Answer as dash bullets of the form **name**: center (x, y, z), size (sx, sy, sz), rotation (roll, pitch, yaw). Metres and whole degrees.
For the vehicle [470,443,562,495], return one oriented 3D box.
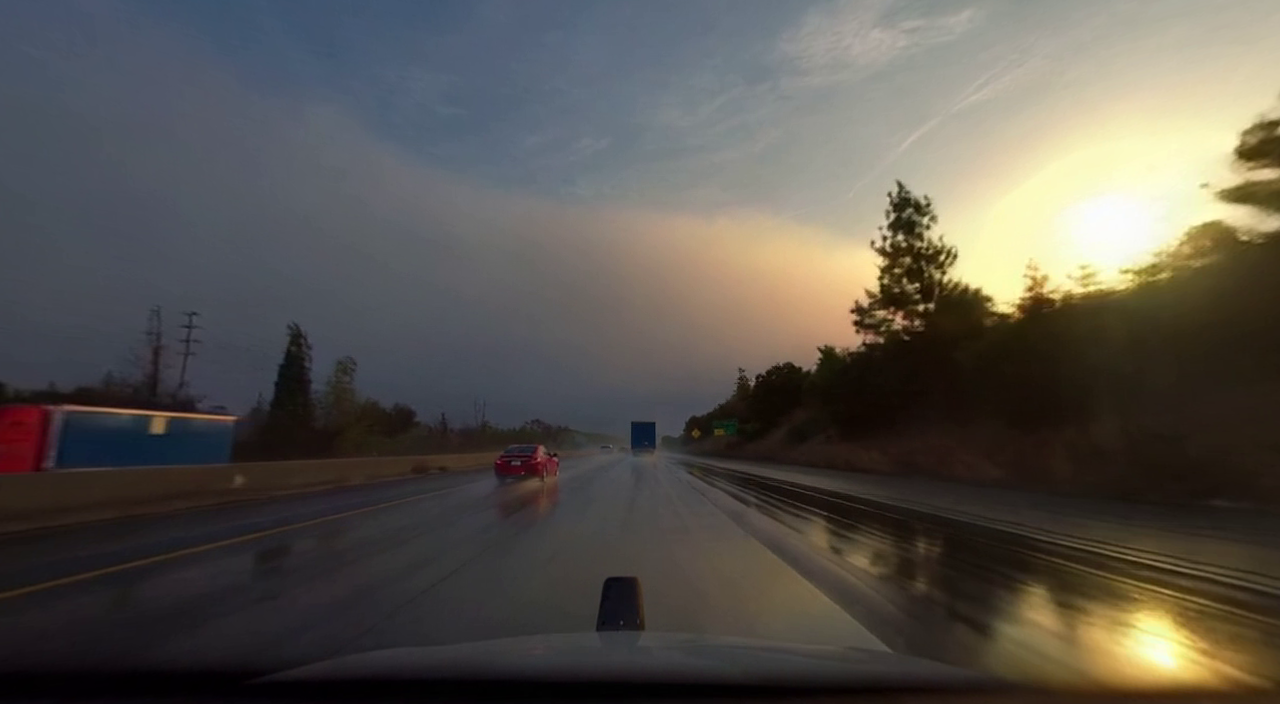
- **vehicle**: center (-3.984, 3.855, 21.218), size (1.999, 1.533, 4.870), rotation (-1, -9, 1)

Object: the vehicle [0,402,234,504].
- **vehicle**: center (-24.920, 4.714, 29.782), size (2.972, 3.912, 10.298), rotation (-2, -9, 13)
